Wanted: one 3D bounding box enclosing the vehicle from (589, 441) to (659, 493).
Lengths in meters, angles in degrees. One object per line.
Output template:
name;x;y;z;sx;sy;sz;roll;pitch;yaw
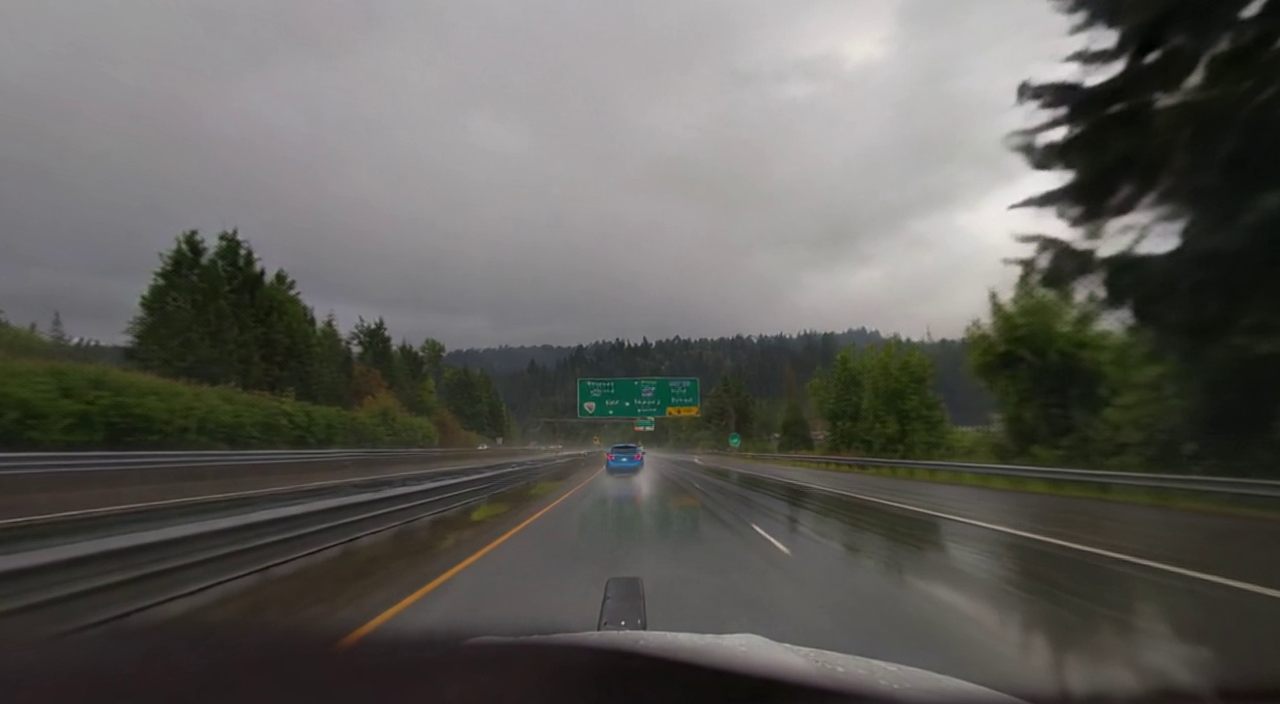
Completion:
vehicle;-0.485;3.708;20.756;2.069;1.523;4.012;0;-9;0
